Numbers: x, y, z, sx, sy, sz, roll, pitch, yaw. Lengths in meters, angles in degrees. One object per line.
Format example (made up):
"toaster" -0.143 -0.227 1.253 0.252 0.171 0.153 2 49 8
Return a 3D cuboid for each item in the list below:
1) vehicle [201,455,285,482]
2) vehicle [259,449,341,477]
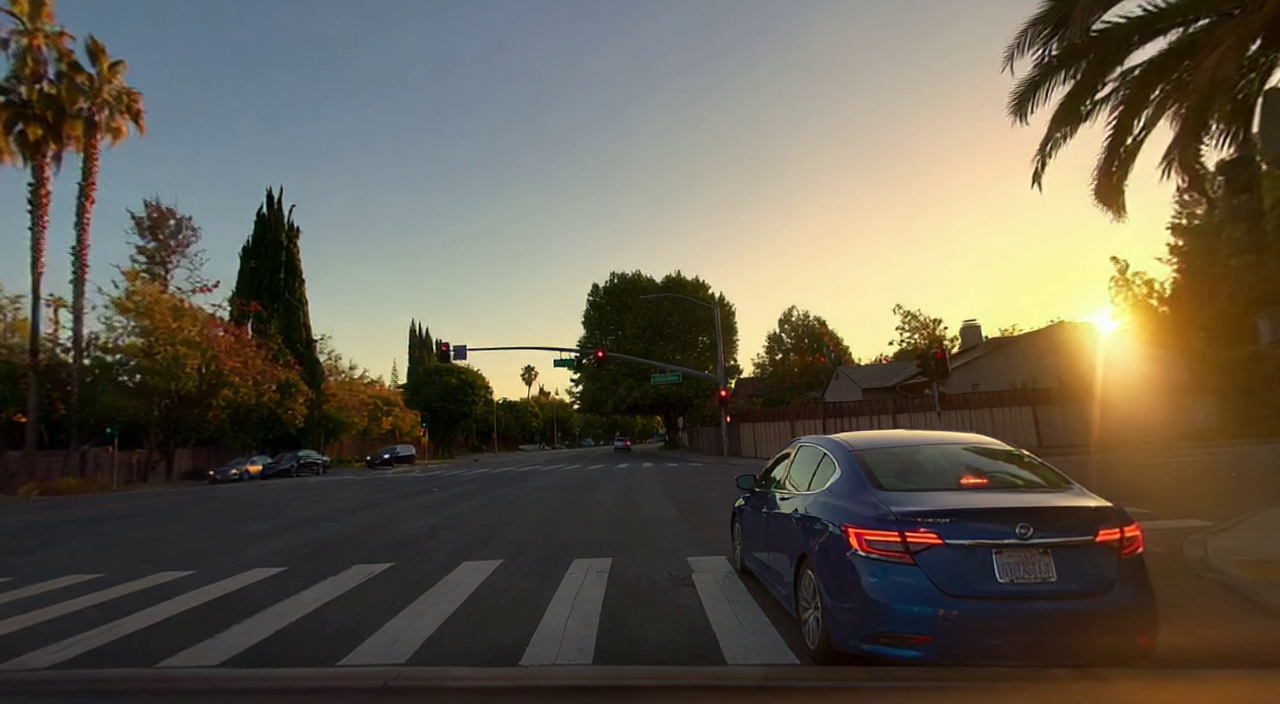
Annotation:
"vehicle" -24.114 7.065 38.600 2.019 1.427 4.630 -1 -9 2
"vehicle" -20.035 6.522 37.515 2.084 1.528 4.778 0 -9 1
